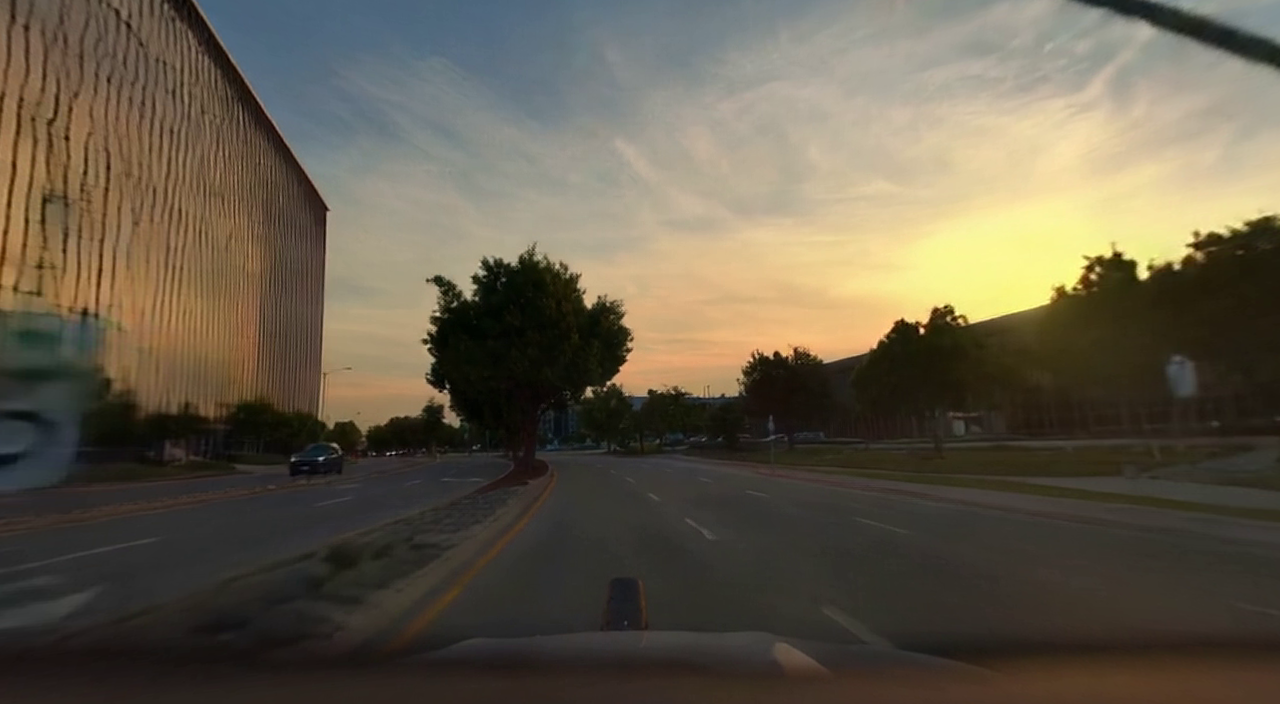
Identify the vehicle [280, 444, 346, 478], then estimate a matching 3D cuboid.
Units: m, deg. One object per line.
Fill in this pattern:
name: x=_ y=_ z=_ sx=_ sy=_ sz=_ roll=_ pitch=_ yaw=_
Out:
vehicle: x=-18.924 y=6.308 z=36.742 sx=2.091 sy=1.809 sz=4.550 roll=2 pitch=-9 yaw=-10
